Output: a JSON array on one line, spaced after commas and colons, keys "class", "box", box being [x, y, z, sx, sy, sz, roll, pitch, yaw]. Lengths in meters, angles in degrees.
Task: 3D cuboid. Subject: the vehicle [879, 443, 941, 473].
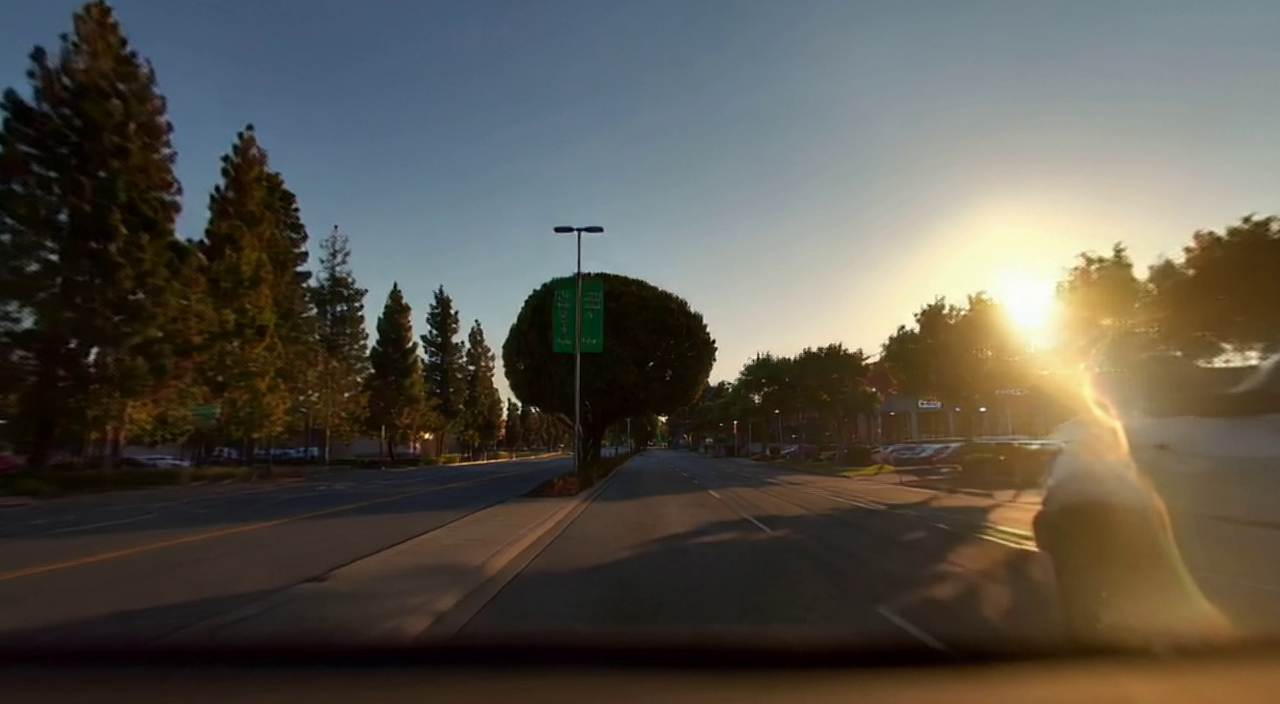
[{"class": "vehicle", "box": [17.227, 6.734, 40.457, 1.882, 1.699, 4.367, -2, -8, -1]}]

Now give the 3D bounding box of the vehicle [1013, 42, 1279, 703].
[{"class": "vehicle", "box": [3.266, 0.083, 0.448, 2.484, 2.642, 5.990, -1, -8, 3]}]
